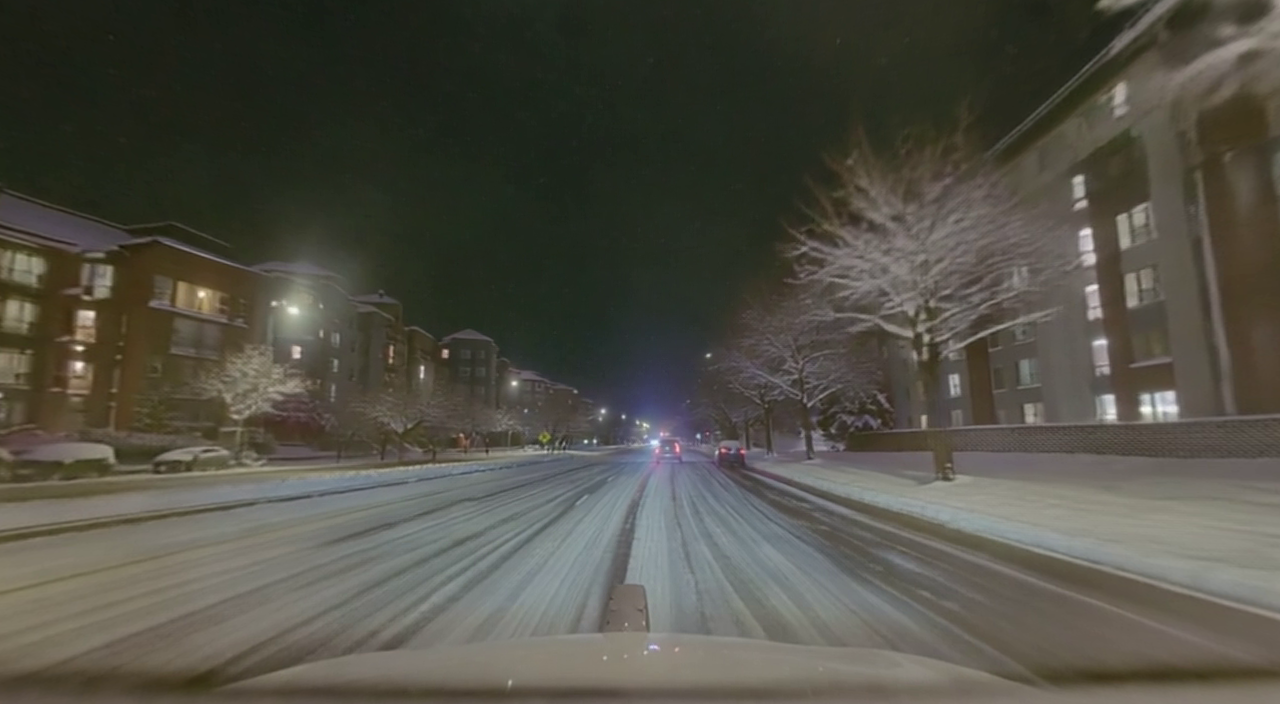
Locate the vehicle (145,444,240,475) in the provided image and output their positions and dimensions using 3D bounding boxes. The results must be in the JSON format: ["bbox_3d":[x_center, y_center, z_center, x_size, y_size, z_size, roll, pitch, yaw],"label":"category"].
[{"bbox_3d":[-24.200,5.823,34.303,1.841,1.493,4.335,-2,-9,3],"label":"vehicle"}]

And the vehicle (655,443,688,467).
[{"bbox_3d":[1.917,6.193,38.088,1.871,1.370,4.206,-1,-8,3],"label":"vehicle"}]

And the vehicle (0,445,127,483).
[{"bbox_3d":[-24.834,4.720,26.887,1.814,1.484,4.474,-1,-9,6],"label":"vehicle"}]

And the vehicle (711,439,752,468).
[{"bbox_3d":[5.642,6.320,39.493,2.121,1.659,4.675,-1,-9,3],"label":"vehicle"}]
